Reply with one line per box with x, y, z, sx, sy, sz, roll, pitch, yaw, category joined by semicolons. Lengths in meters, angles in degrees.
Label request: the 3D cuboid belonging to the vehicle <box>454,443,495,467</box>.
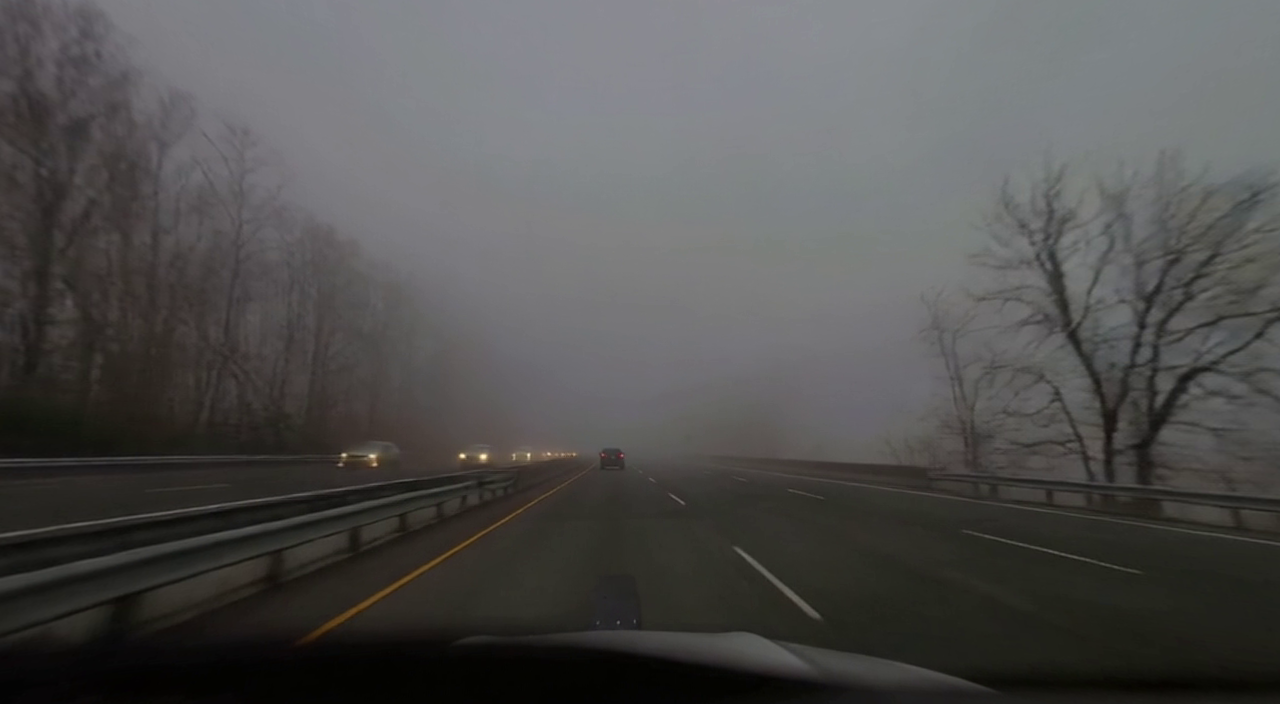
-10.939;6.823;41.708;1.815;1.491;3.784;0;-9;-2;vehicle

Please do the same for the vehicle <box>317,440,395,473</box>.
-14.601;5.391;32.522;2.115;1.534;4.350;0;-9;-2;vehicle

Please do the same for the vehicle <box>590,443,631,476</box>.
-1.645;5.981;35.078;2.151;1.693;4.201;0;-9;-3;vehicle
